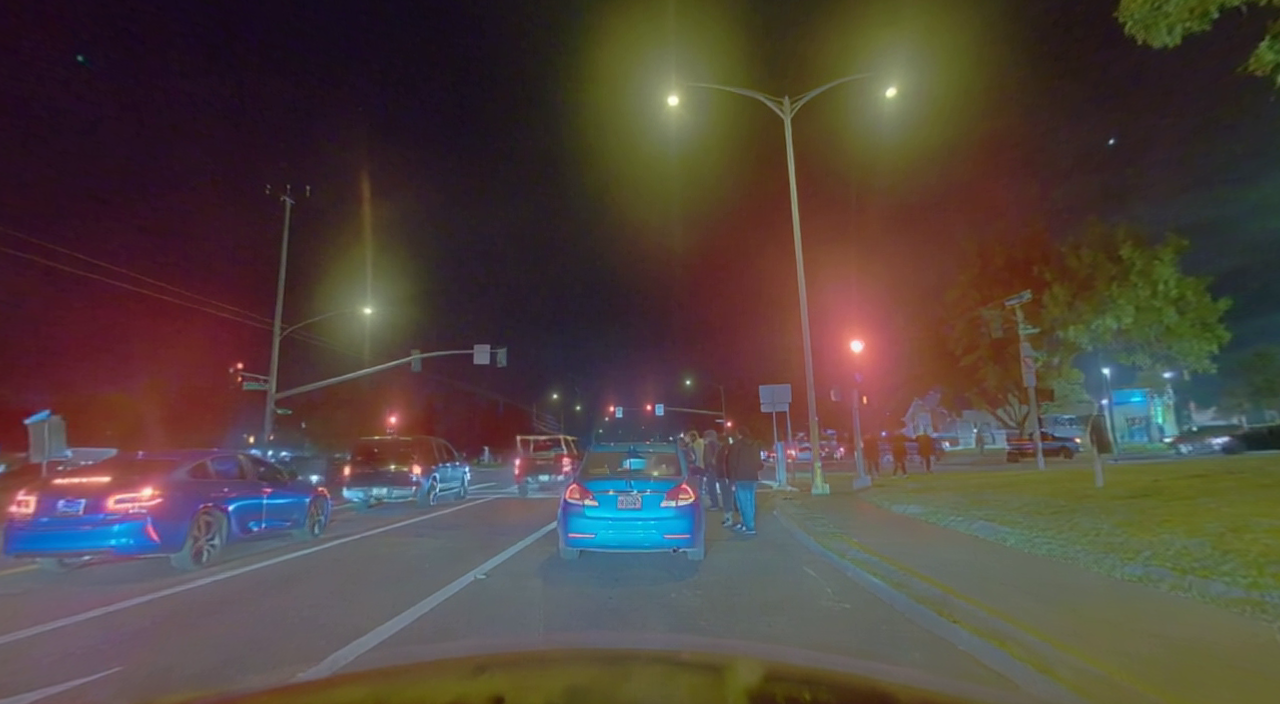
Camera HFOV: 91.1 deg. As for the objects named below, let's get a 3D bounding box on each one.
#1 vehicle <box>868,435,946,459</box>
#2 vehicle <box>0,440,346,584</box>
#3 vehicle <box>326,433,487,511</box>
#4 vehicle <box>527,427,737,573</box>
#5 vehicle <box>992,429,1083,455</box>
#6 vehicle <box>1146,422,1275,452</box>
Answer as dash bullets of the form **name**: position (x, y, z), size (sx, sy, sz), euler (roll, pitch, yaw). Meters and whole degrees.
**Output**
- **vehicle**: position (17.502, 6.217, 41.137), size (4.441, 1.452, 1.798), euler (-5, -10, 30)
- **vehicle**: position (-6.330, 2.066, 9.028), size (1.948, 1.530, 4.283), euler (0, -9, 3)
- **vehicle**: position (-6.156, 3.218, 17.441), size (2.230, 1.811, 5.183), euler (-1, -9, 3)
- **vehicle**: position (-0.053, 1.858, 8.674), size (2.182, 1.501, 4.150), euler (0, -9, 1)
- **vehicle**: position (23.809, 5.437, 37.750), size (4.454, 1.440, 1.816), euler (-5, -10, 30)
- **vehicle**: position (30.519, 4.602, 33.802), size (4.739, 1.472, 1.804), euler (-5, -10, 30)
